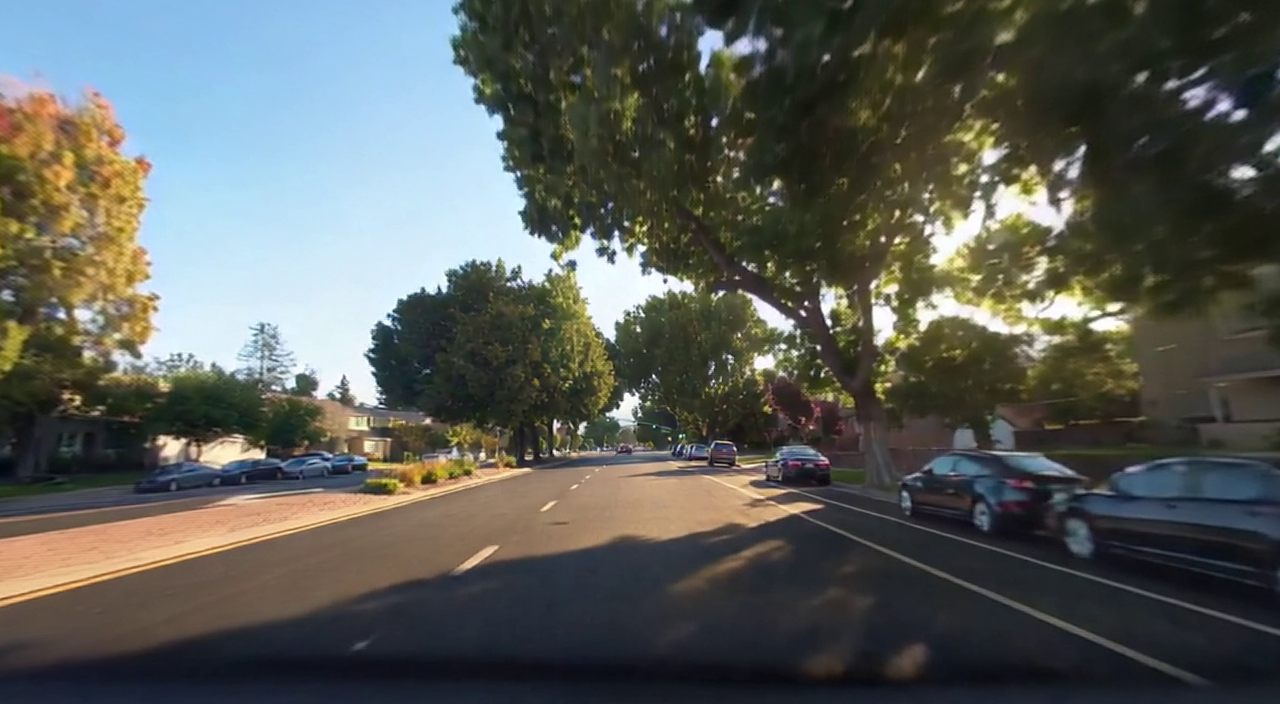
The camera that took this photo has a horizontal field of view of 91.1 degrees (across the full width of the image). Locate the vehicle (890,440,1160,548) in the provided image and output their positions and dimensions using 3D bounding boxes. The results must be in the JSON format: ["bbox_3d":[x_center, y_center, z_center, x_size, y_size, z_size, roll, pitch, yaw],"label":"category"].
[{"bbox_3d":[6.367,2.358,11.173,1.872,1.493,4.470,0,-9,-1],"label":"vehicle"}]

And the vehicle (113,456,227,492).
[{"bbox_3d":[-22.202,5.750,29.925,1.902,1.478,4.755,0,-9,-3],"label":"vehicle"}]

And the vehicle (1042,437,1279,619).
[{"bbox_3d":[6.257,1.540,5.744,1.922,1.494,4.772,0,-9,-1],"label":"vehicle"}]

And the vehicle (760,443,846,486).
[{"bbox_3d":[6.143,4.296,24.238,1.945,1.481,4.421,0,-9,-3],"label":"vehicle"}]

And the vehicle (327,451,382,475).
[{"bbox_3d":[-22.038,8.557,48.670,1.911,1.473,4.610,-2,-6,3],"label":"vehicle"}]

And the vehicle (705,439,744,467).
[{"bbox_3d":[5.900,7.102,44.219,2.004,1.816,4.585,0,-9,-1],"label":"vehicle"}]

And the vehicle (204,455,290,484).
[{"bbox_3d":[-22.200,6.620,35.723,1.810,1.490,4.783,0,-9,0],"label":"vehicle"}]

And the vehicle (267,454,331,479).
[{"bbox_3d":[-22.237,7.441,41.127,1.785,1.461,4.377,0,-9,0],"label":"vehicle"}]
